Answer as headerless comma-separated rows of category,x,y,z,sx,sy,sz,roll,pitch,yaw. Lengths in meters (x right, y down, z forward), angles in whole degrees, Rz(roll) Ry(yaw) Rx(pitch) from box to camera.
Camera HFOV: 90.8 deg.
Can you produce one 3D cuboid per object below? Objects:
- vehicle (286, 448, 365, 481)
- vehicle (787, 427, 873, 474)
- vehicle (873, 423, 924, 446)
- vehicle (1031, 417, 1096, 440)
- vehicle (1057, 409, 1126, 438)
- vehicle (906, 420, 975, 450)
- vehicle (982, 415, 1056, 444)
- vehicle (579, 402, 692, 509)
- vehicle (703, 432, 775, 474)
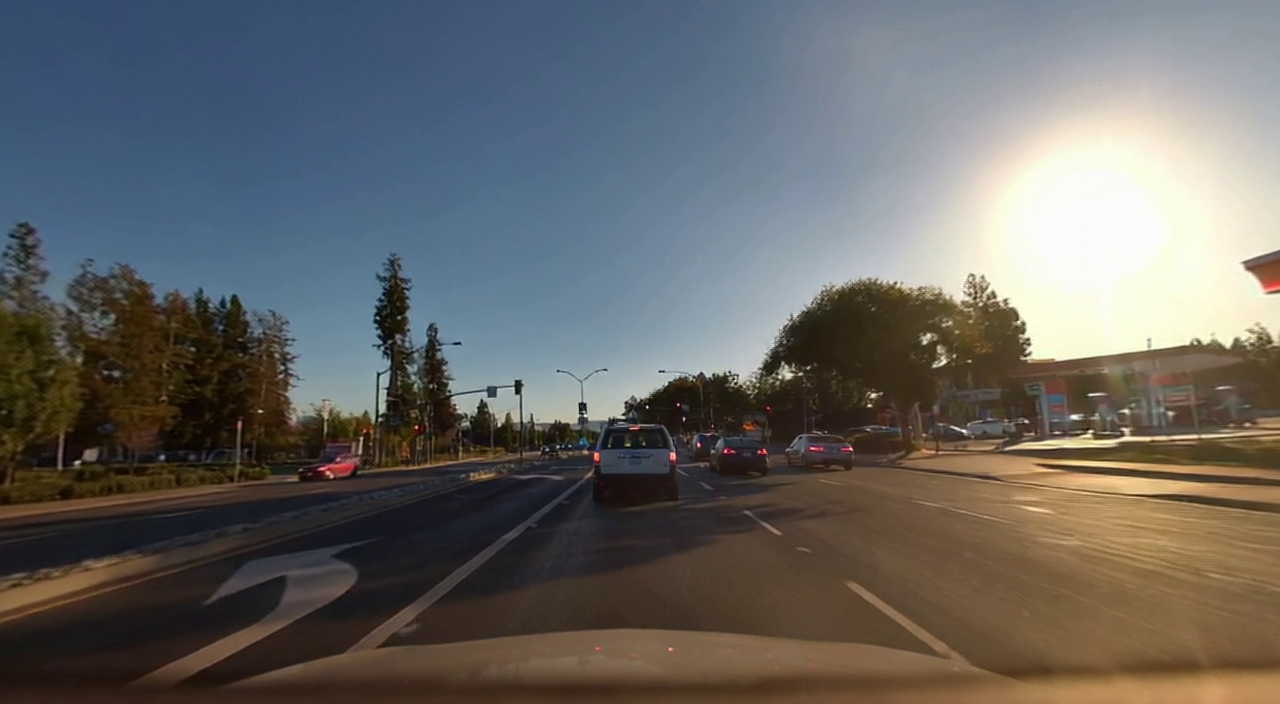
vehicle,-16.774,5.983,34.011,1.942,1.479,4.765,-4,-8,-1
vehicle,6.974,3.678,23.638,1.793,1.585,4.130,0,-8,-2
vehicle,19.745,6.370,48.452,1.925,1.629,4.331,0,-8,-1
vehicle,27.799,5.093,41.579,1.709,1.423,3.660,0,-8,0
vehicle,30.574,4.916,42.904,1.769,1.782,4.068,0,-9,3
vehicle,19.905,5.555,42.171,1.929,1.763,5.190,-3,-8,-1
vehicle,25.300,5.263,42.355,2.107,1.806,4.410,0,-8,-2
vehicle,-0.108,2.238,13.967,2.038,1.917,4.900,0,-8,-1
vehicle,3.678,3.841,24.198,1.940,1.474,4.234,0,-8,-2
